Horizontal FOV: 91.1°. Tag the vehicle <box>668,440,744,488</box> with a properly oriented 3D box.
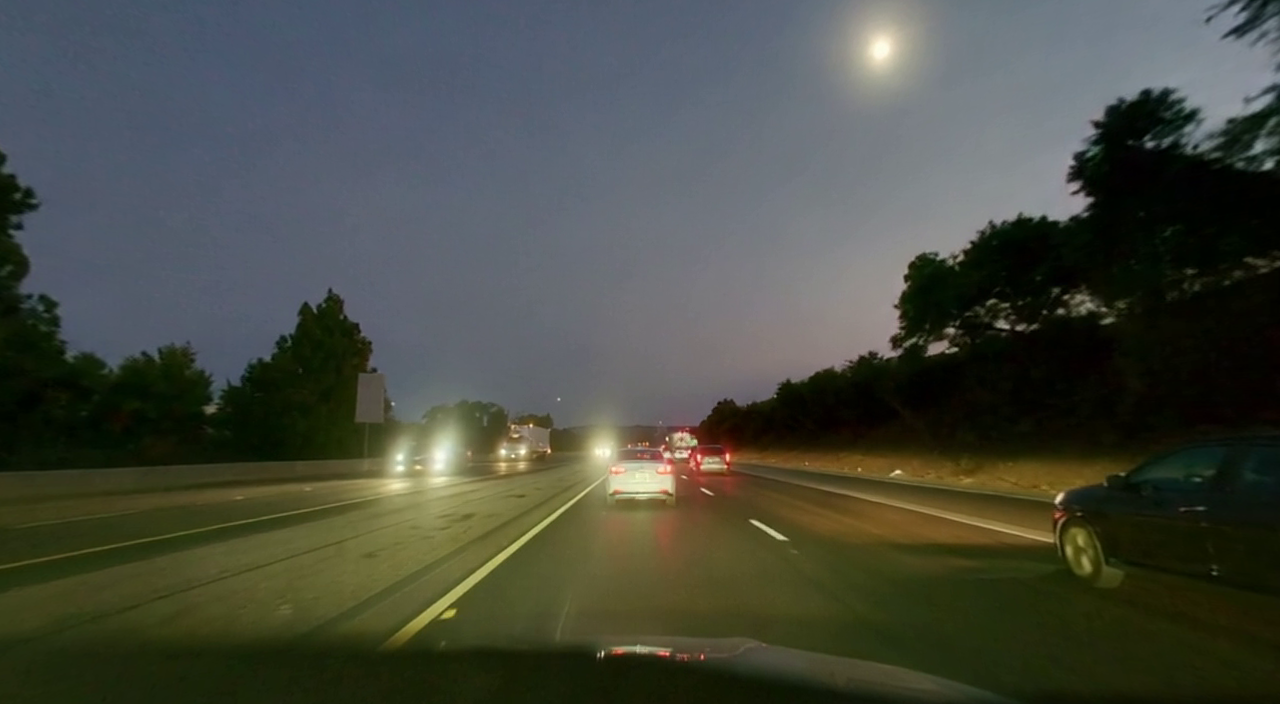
[{"bbox_3d":[2.305,4.065,23.139,1.999,1.596,3.990,0,-9,-5],"label":"vehicle"}]

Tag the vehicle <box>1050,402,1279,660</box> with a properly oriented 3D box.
[{"bbox_3d":[4.766,1.058,3.720,1.931,1.516,3.995,0,-9,0],"label":"vehicle"}]

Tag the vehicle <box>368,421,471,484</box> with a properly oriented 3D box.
[{"bbox_3d":[-9.465,4.400,27.652,2.512,2.475,5.406,0,-9,0],"label":"vehicle"}]

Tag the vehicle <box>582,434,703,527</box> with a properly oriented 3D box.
[{"bbox_3d":[0.014,2.514,12.771,2.088,1.580,3.657,0,-9,-1],"label":"vehicle"}]
